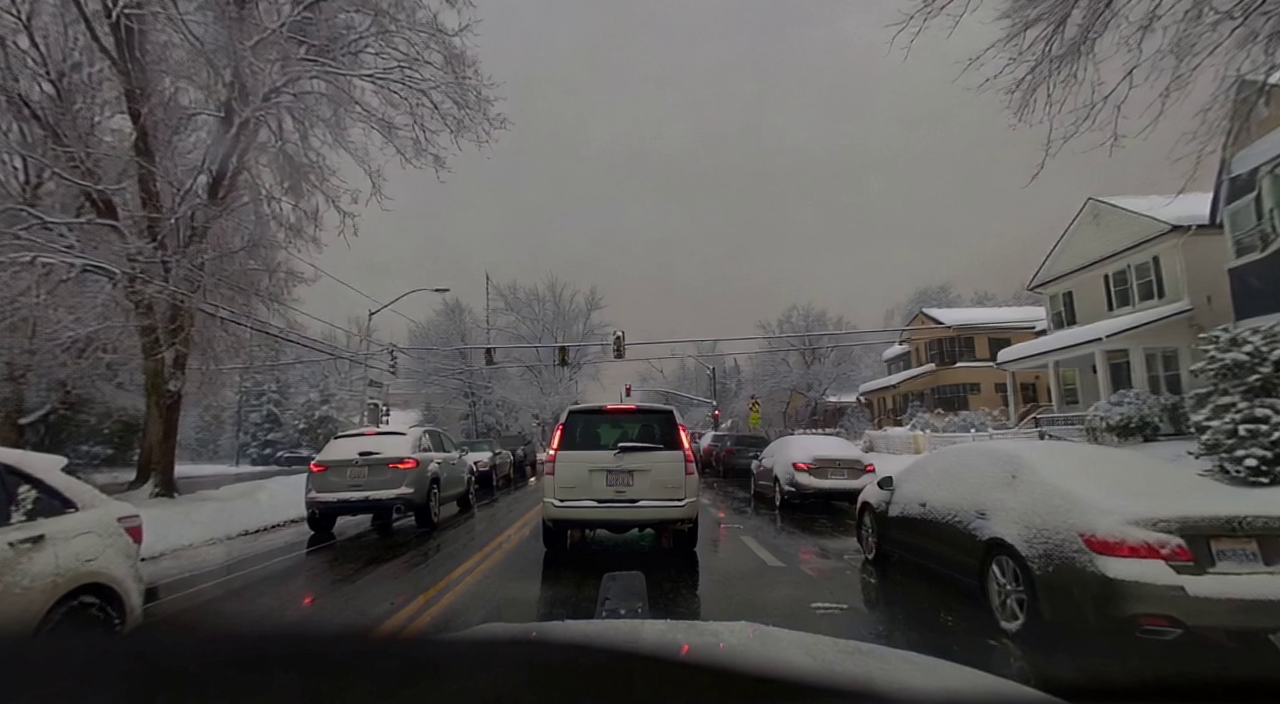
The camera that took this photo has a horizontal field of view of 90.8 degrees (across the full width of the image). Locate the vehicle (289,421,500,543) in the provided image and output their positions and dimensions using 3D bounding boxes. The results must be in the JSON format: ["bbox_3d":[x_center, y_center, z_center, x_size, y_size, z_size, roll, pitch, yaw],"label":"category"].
[{"bbox_3d":[-3.715,2.029,10.533,1.864,1.576,4.324,0,-8,-2],"label":"vehicle"}]

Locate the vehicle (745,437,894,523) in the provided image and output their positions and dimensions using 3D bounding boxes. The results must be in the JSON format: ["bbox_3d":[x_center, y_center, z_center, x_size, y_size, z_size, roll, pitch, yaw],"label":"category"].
[{"bbox_3d":[3.468,2.525,13.048,1.880,1.476,3.932,0,-8,-1],"label":"vehicle"}]

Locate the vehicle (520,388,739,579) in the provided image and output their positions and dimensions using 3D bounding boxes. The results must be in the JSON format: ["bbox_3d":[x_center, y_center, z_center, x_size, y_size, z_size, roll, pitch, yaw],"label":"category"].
[{"bbox_3d":[-0.213,1.609,8.465,2.164,1.867,4.254,0,-8,-3],"label":"vehicle"}]

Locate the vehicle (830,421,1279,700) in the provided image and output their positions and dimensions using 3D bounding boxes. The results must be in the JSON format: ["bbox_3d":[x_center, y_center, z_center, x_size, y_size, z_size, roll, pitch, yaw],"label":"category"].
[{"bbox_3d":[3.478,1.461,5.769,1.977,1.480,4.589,0,-8,-1],"label":"vehicle"}]
